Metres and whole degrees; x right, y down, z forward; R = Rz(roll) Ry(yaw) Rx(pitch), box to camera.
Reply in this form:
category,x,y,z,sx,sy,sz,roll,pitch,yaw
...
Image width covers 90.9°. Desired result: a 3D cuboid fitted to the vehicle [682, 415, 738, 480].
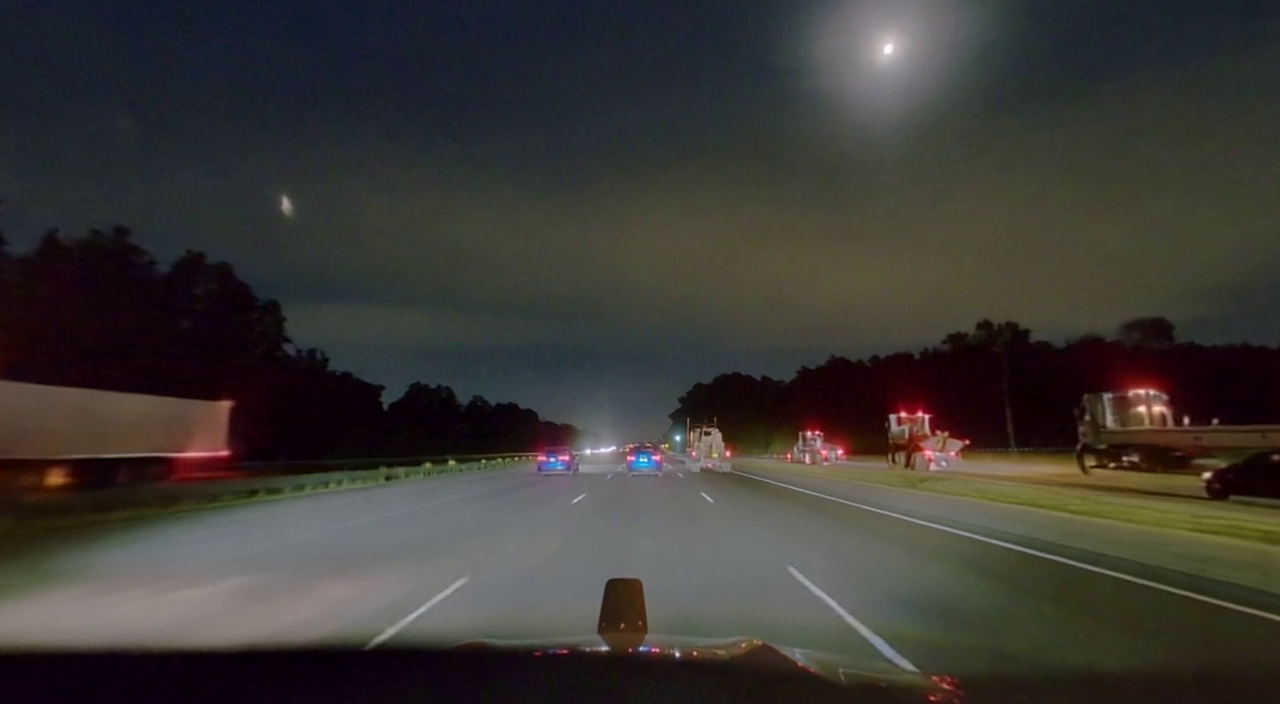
category,x,y,z,sx,sy,sz,roll,pitch,yaw
vehicle,4.470,6.374,42.228,2.793,3.828,9.580,0,-9,1

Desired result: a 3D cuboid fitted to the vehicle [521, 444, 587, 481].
category,x,y,z,sx,sy,sz,roll,pitch,yaw
vehicle,-3.636,4.759,27.420,2.096,1.469,4.319,0,-8,2

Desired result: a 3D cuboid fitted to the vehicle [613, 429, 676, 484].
category,x,y,z,sx,sy,sz,roll,pitch,yaw
vehicle,0.197,4.176,25.476,2.308,1.993,4.631,0,-8,1

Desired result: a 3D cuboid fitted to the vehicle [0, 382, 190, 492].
category,x,y,z,sx,sy,sz,roll,pitch,yaw
vehicle,-25.193,3.653,26.648,2.810,4.052,12.776,0,-9,0
